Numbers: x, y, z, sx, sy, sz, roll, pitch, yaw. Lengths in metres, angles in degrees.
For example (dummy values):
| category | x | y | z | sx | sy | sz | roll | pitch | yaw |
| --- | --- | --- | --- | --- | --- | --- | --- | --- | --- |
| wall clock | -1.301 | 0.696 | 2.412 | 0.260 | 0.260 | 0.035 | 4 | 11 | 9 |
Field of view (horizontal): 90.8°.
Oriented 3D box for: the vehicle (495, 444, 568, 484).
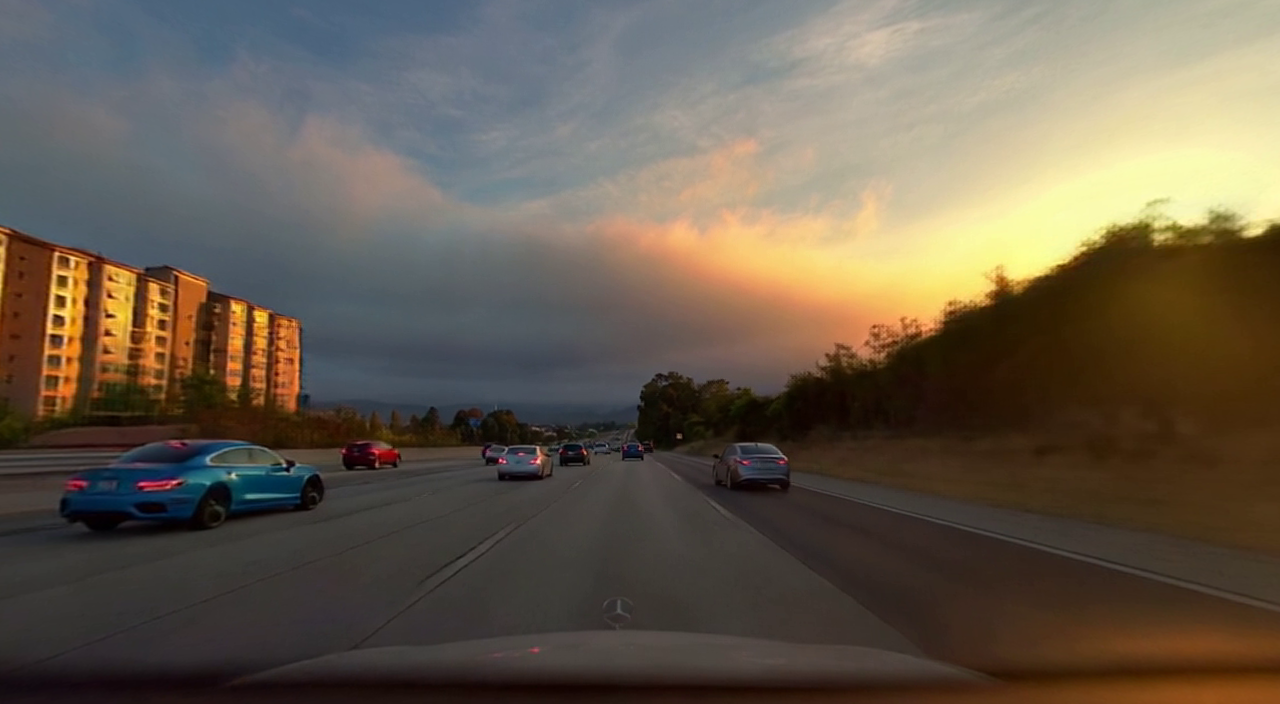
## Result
| category | x | y | z | sx | sy | sz | roll | pitch | yaw |
| --- | --- | --- | --- | --- | --- | --- | --- | --- | --- |
| vehicle | -4.177 | 4.370 | 25.042 | 2.124 | 1.426 | 4.444 | 0 | -8 | -1 |

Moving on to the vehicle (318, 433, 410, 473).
| category | x | y | z | sx | sy | sz | roll | pitch | yaw |
| --- | --- | --- | --- | --- | --- | --- | --- | --- | --- |
| vehicle | -15.361 | 5.668 | 35.673 | 2.396 | 1.999 | 6.333 | 0 | -8 | 0 |

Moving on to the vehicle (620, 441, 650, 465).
| category | x | y | z | sx | sy | sz | roll | pitch | yaw |
| --- | --- | --- | --- | --- | --- | --- | --- | --- | --- |
| vehicle | -0.385 | 7.325 | 45.891 | 2.053 | 1.650 | 3.945 | 0 | -8 | -1 |

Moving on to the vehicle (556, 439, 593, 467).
| category | x | y | z | sx | sy | sz | roll | pitch | yaw |
| --- | --- | --- | --- | --- | --- | --- | --- | --- | --- |
| vehicle | -4.421 | 6.914 | 43.347 | 2.044 | 1.774 | 4.329 | 0 | -8 | 0 |

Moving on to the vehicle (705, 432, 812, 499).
| category | x | y | z | sx | sy | sz | roll | pitch | yaw |
| --- | --- | --- | --- | --- | --- | --- | --- | --- | --- |
| vehicle | 3.189 | 3.149 | 17.976 | 2.061 | 1.658 | 4.417 | 0 | -8 | -2 |

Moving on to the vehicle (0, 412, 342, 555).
| category | x | y | z | sx | sy | sz | roll | pitch | yaw |
| --- | --- | --- | --- | --- | --- | --- | --- | --- | --- |
| vehicle | -7.239 | 2.029 | 10.519 | 2.086 | 1.776 | 5.080 | 0 | -8 | 0 |
